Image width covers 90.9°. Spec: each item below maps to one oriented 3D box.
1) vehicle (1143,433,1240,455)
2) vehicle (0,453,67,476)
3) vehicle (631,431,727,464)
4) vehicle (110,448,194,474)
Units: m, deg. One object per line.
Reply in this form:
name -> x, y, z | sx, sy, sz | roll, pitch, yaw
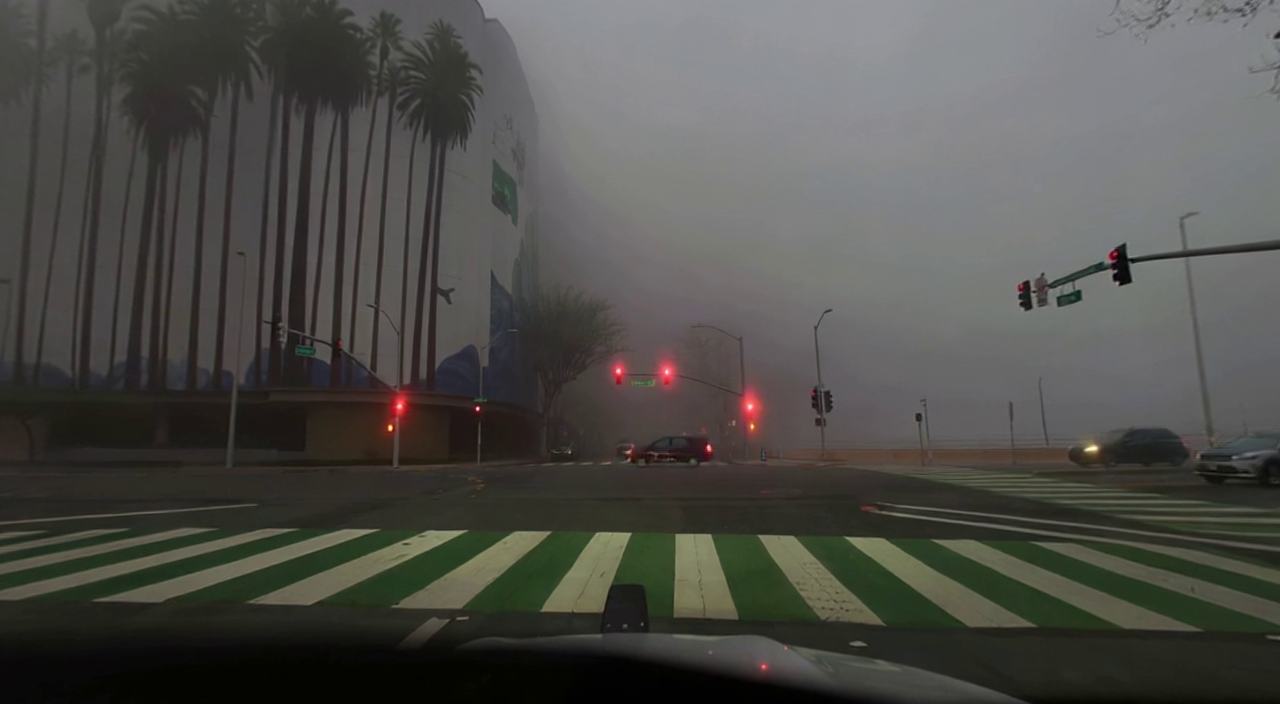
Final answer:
vehicle -> 36.033, 6.026, 41.249 | 4.606, 1.449, 1.687 | 0, -8, 2
vehicle -> -41.665, 7.603, 42.778 | 3.698, 1.508, 1.779 | 0, -8, 1
vehicle -> 2.265, 5.654, 37.311 | 5.477, 1.880, 2.125 | 0, -8, 1
vehicle -> -33.074, 7.398, 42.760 | 4.136, 1.661, 1.857 | 0, -8, 1
